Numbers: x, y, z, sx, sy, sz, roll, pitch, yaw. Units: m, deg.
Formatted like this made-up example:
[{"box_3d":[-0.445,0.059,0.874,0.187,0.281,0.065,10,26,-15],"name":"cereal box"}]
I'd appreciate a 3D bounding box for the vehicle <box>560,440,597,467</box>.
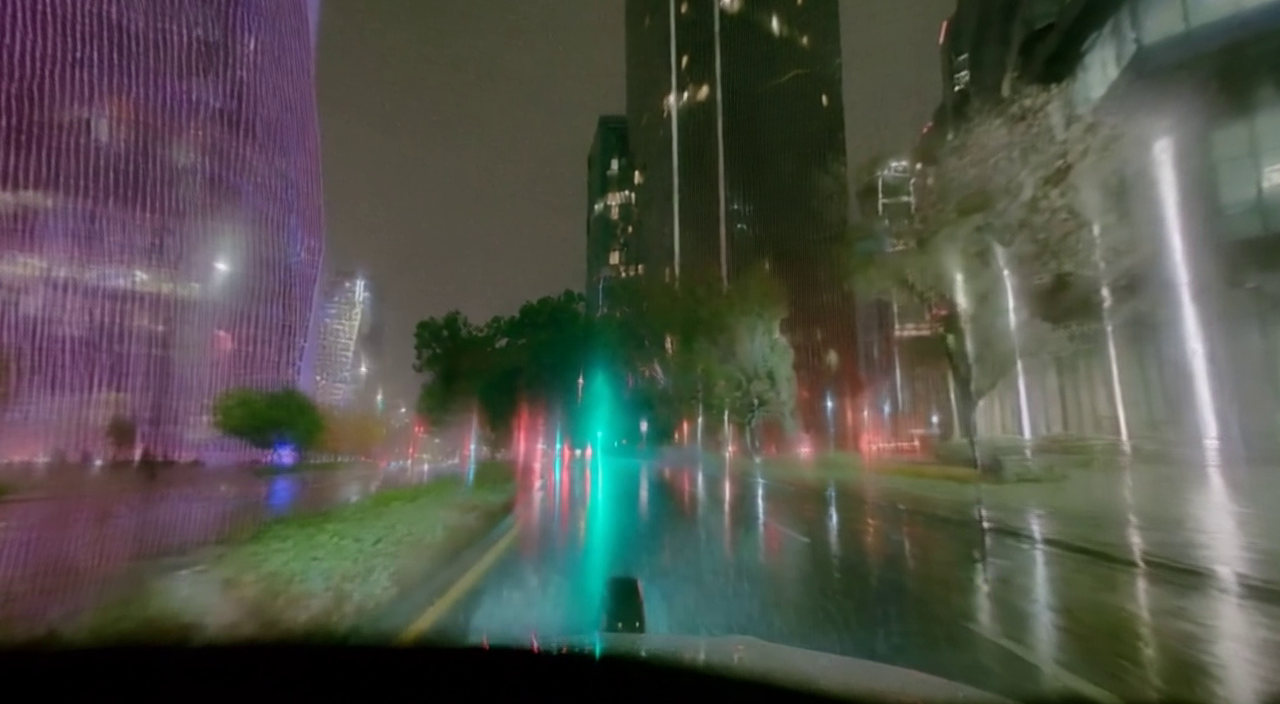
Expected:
[{"box_3d":[-4.586,7.405,46.104,2.129,1.816,4.851,2,-8,-12],"name":"vehicle"}]
